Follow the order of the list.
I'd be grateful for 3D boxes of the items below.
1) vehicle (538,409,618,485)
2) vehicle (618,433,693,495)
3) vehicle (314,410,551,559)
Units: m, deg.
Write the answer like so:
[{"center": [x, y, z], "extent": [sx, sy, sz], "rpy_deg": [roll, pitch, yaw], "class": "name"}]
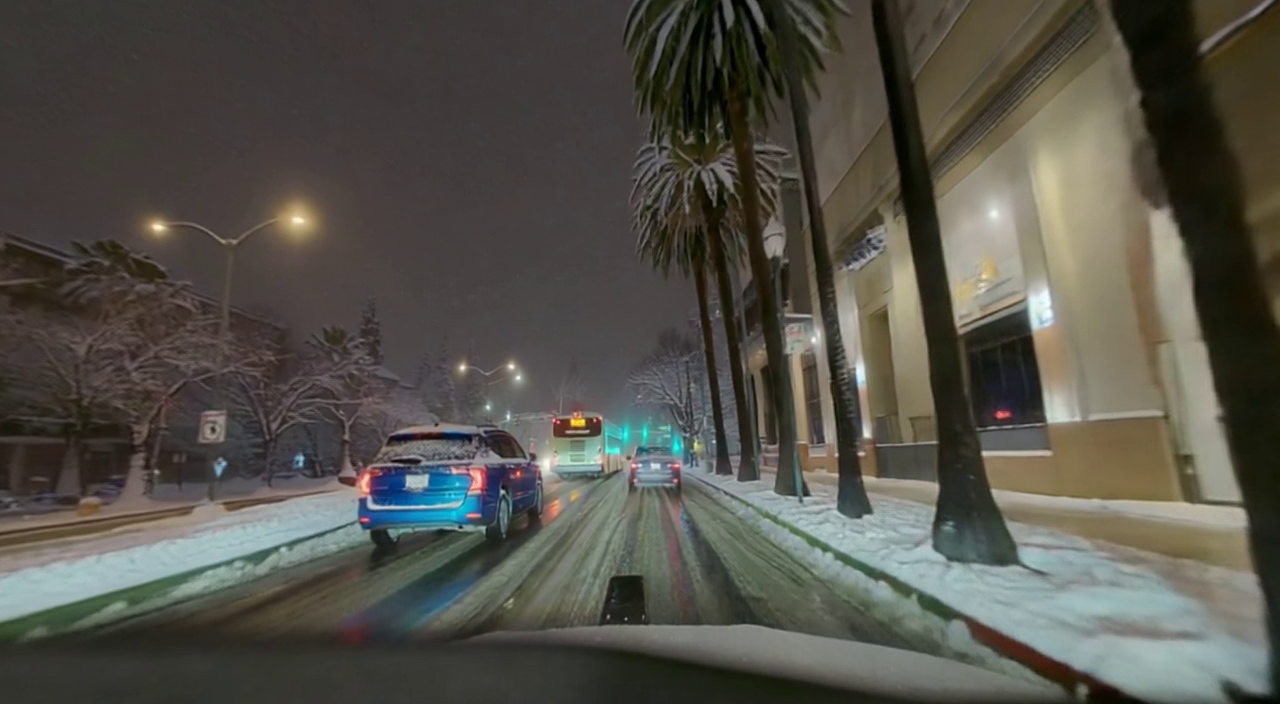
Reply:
[{"center": [-2.678, 4.511, 29.919], "extent": [2.775, 3.064, 8.297], "rpy_deg": [0, -9, 1], "class": "vehicle"}, {"center": [0.458, 3.461, 19.843], "extent": [2.120, 1.727, 3.917], "rpy_deg": [0, -9, 0], "class": "vehicle"}, {"center": [-2.869, 1.976, 10.066], "extent": [2.124, 1.799, 4.587], "rpy_deg": [0, -9, 1], "class": "vehicle"}]
